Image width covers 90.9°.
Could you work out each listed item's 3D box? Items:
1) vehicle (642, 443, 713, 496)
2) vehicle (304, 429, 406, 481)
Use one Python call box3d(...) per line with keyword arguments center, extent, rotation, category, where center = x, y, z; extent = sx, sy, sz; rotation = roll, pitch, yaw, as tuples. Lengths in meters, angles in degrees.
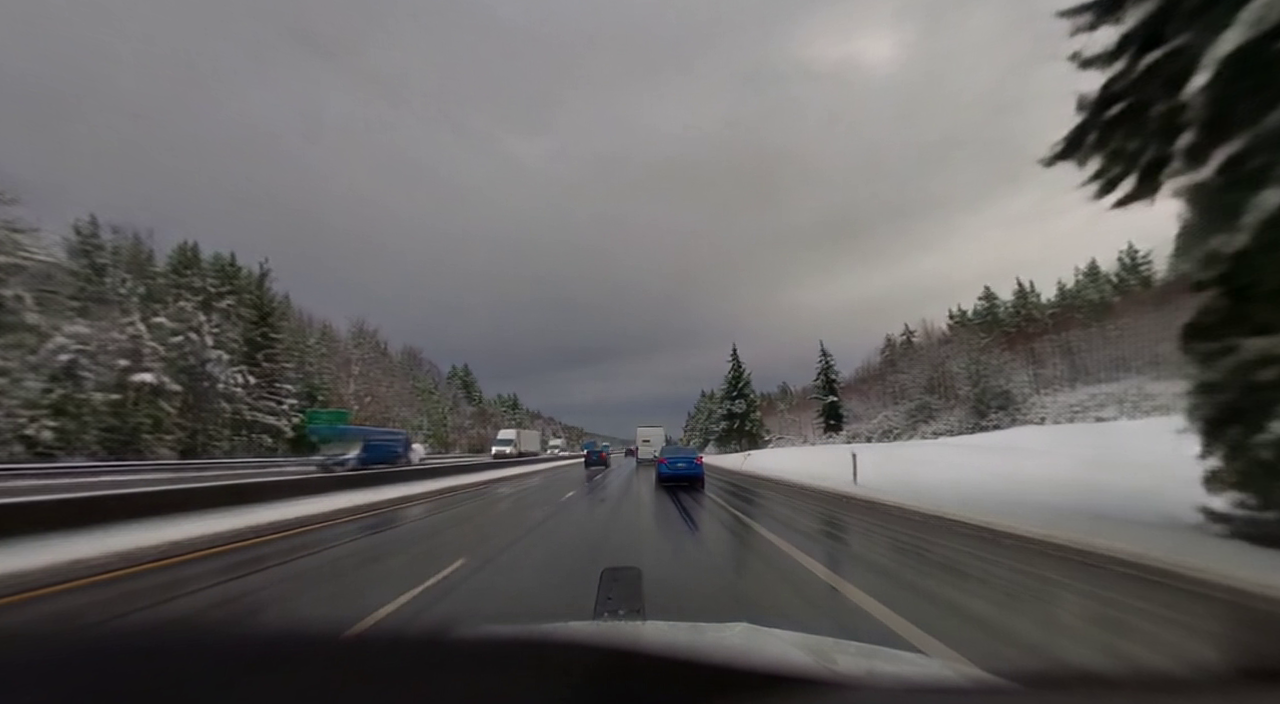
box3d(center=(1.069, 3.643, 19.904), extent=(2.012, 1.485, 3.649), rotation=(0, -9, 0), category="vehicle")
box3d(center=(-16.683, 6.089, 37.535), extent=(2.484, 2.759, 7.316), rotation=(0, -9, 1), category="vehicle")
